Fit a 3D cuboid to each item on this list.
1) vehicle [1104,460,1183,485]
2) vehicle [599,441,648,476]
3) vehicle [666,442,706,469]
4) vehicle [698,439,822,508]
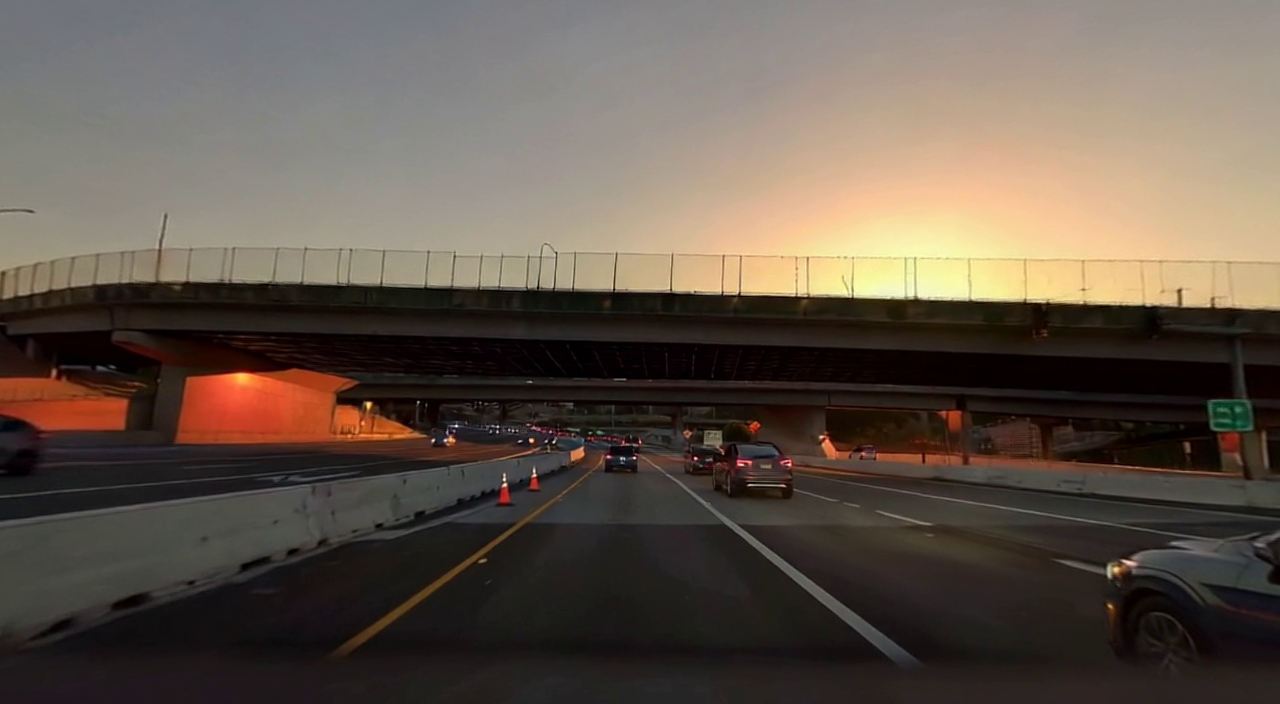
[{"bbox_3d":[30.869,7.377,38.843,1.607,1.396,3.554,1,-8,-7],"label":"vehicle"},{"bbox_3d":[-0.727,4.807,28.677,2.069,1.470,4.004,0,-8,-1],"label":"vehicle"},{"bbox_3d":[2.705,6.160,37.733,1.916,1.487,4.117,0,-9,-2],"label":"vehicle"},{"bbox_3d":[2.759,2.916,15.676,2.042,1.460,4.451,0,-9,-2],"label":"vehicle"}]
